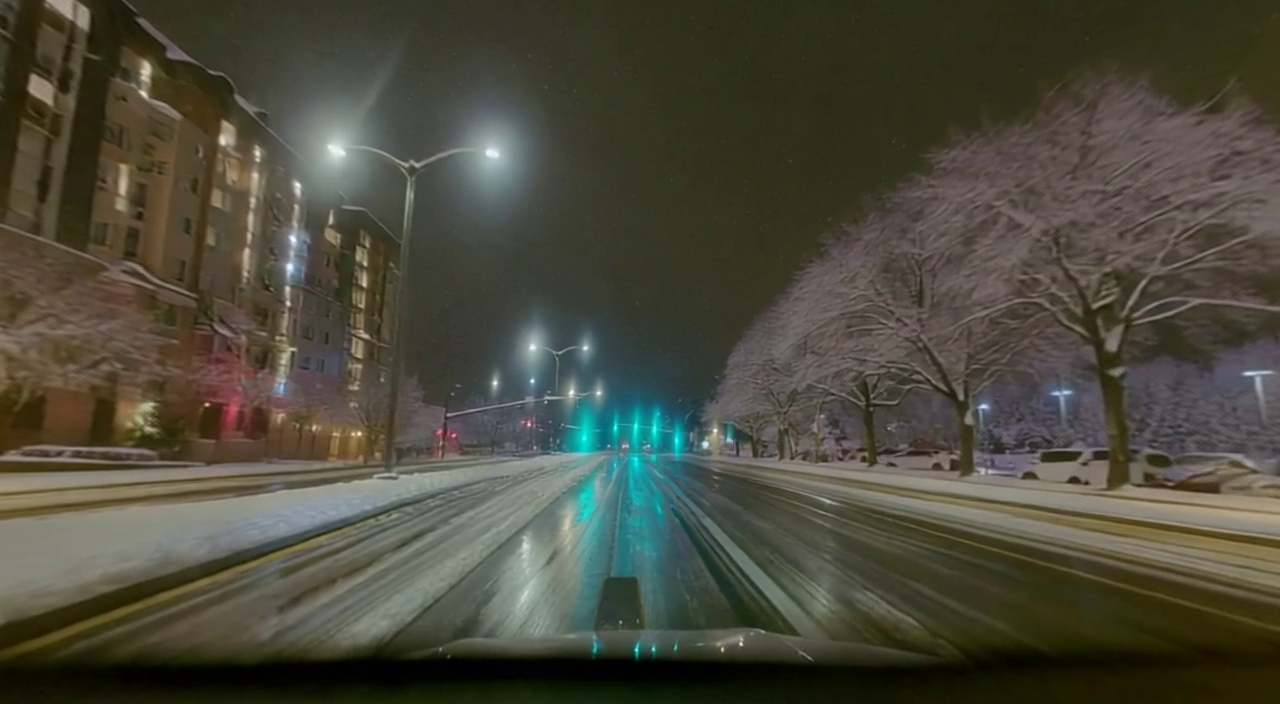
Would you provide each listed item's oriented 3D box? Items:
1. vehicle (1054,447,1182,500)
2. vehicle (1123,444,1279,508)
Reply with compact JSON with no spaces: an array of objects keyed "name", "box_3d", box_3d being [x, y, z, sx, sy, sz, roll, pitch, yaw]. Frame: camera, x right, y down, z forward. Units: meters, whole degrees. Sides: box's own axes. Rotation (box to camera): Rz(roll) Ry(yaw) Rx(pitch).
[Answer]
[{"name":"vehicle","box_3d":[16.676,4.137,22.004,4.375,1.652,1.983,5,-10,-32]},{"name":"vehicle","box_3d":[17.170,3.679,19.192,4.669,1.676,2.192,5,-11,-30]}]
